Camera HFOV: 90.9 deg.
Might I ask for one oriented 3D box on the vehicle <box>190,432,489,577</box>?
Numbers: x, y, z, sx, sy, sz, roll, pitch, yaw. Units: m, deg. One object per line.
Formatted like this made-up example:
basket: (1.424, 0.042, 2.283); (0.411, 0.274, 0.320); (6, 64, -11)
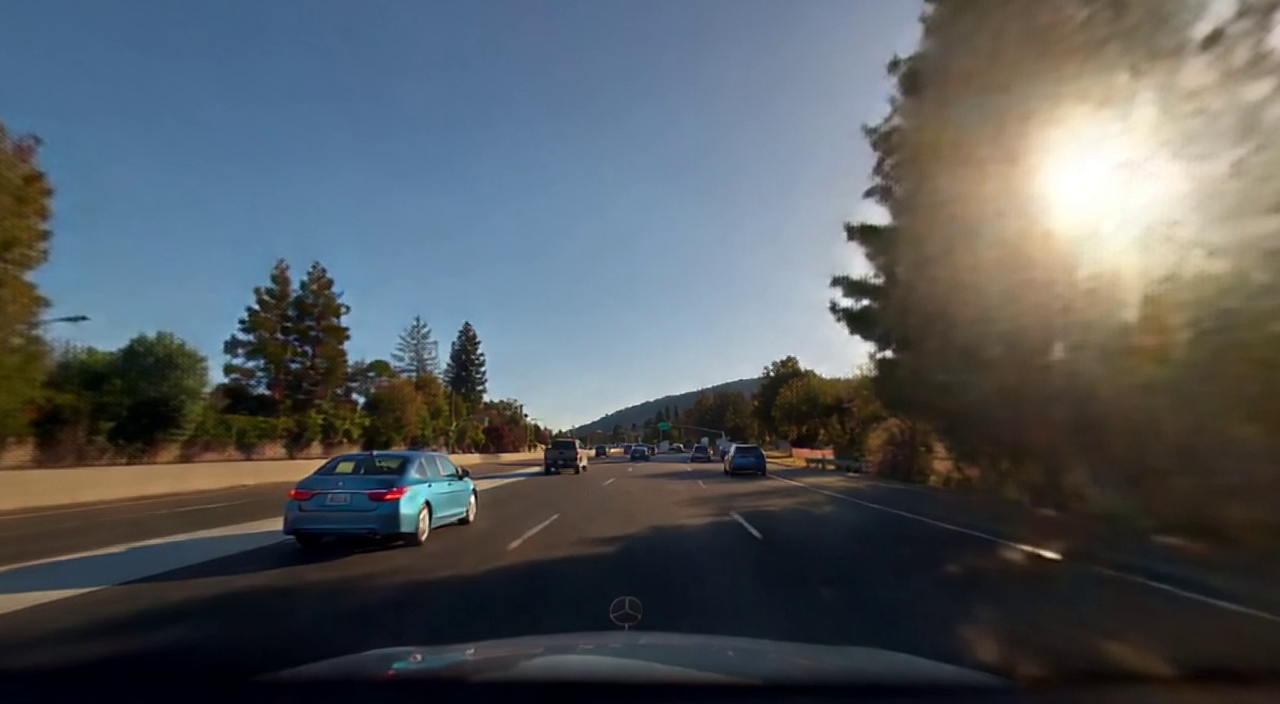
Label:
vehicle: (-3.654, 1.914, 8.814); (1.948, 1.475, 4.461); (0, -8, 0)

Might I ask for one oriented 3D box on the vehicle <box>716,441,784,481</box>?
vehicle: (4.407, 4.460, 26.046); (2.100, 1.472, 4.533); (0, -8, 1)

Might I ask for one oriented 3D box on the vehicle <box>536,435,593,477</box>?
vehicle: (-3.555, 4.989, 30.506); (2.122, 1.847, 4.696); (0, -8, 0)
